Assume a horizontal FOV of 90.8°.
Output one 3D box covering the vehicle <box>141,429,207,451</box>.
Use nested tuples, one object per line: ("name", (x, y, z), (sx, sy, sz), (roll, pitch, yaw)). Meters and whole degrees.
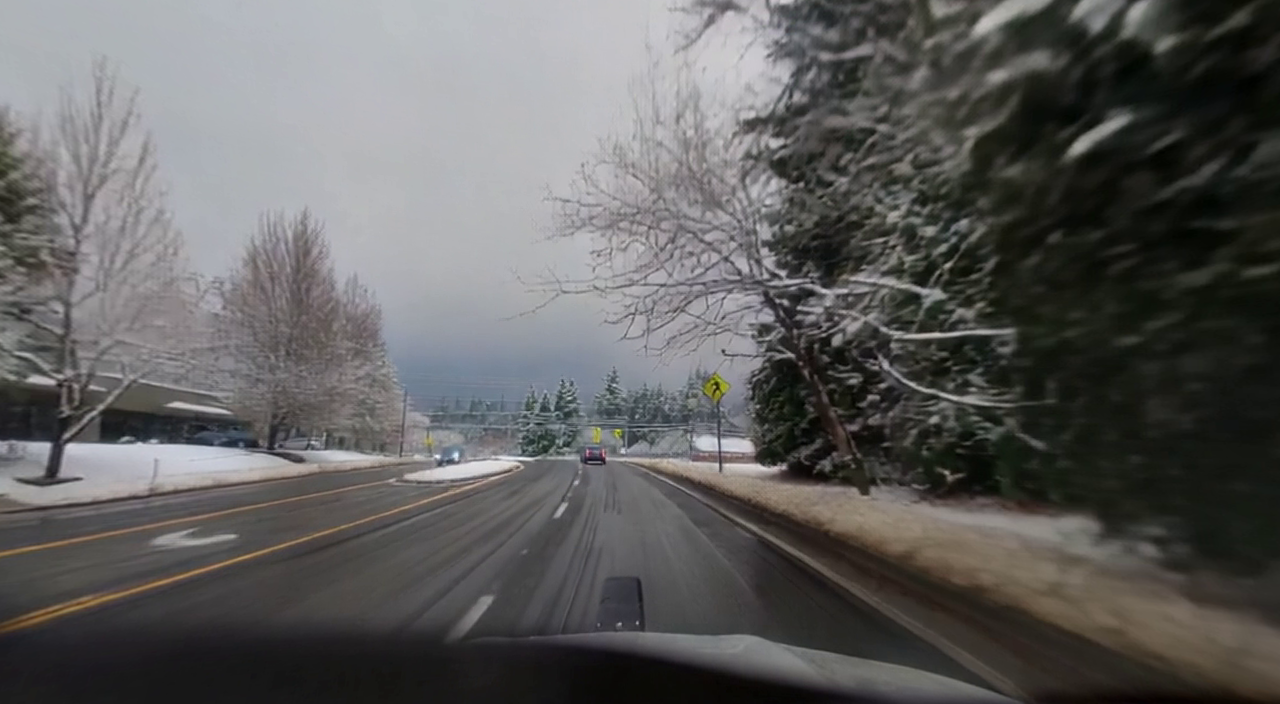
("vehicle", (-36.599, 6.929, 49.642), (4.083, 1.464, 1.747), (-1, -15, 14))
